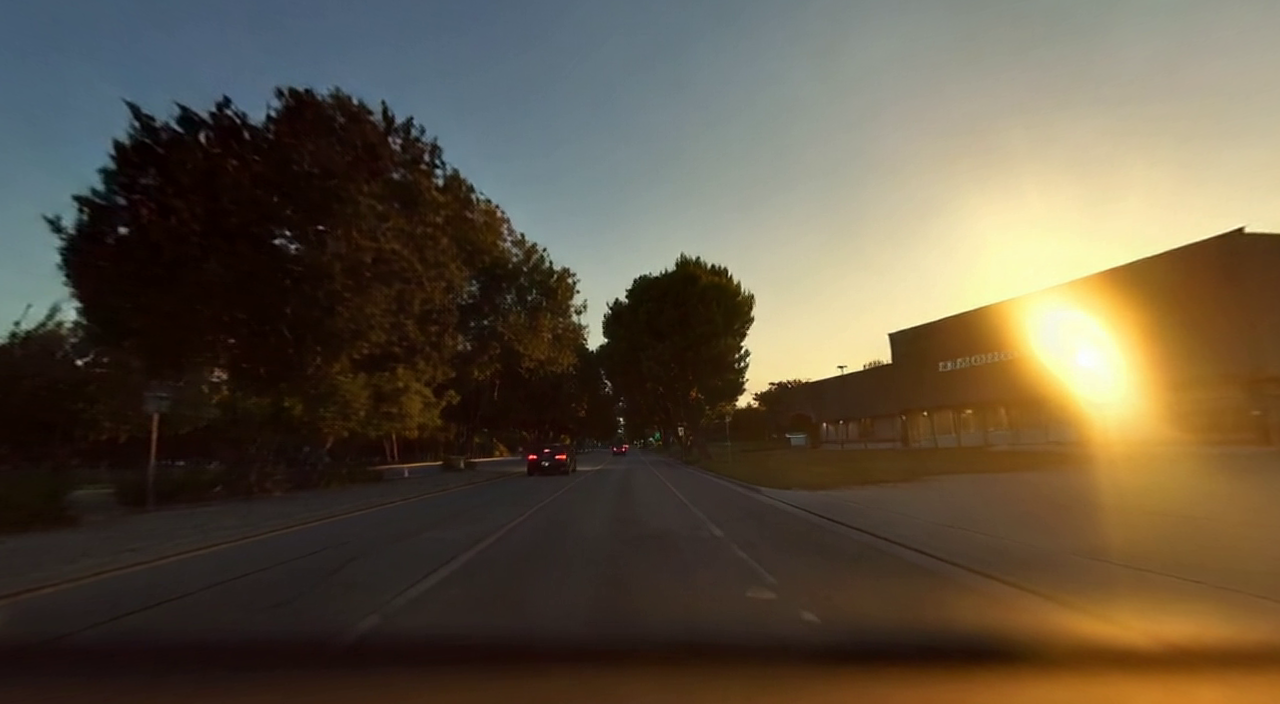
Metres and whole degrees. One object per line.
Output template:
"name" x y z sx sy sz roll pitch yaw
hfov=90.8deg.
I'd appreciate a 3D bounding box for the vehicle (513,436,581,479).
"vehicle" -3.904 4.536 27.398 2.202 1.685 4.772 0 -9 0
